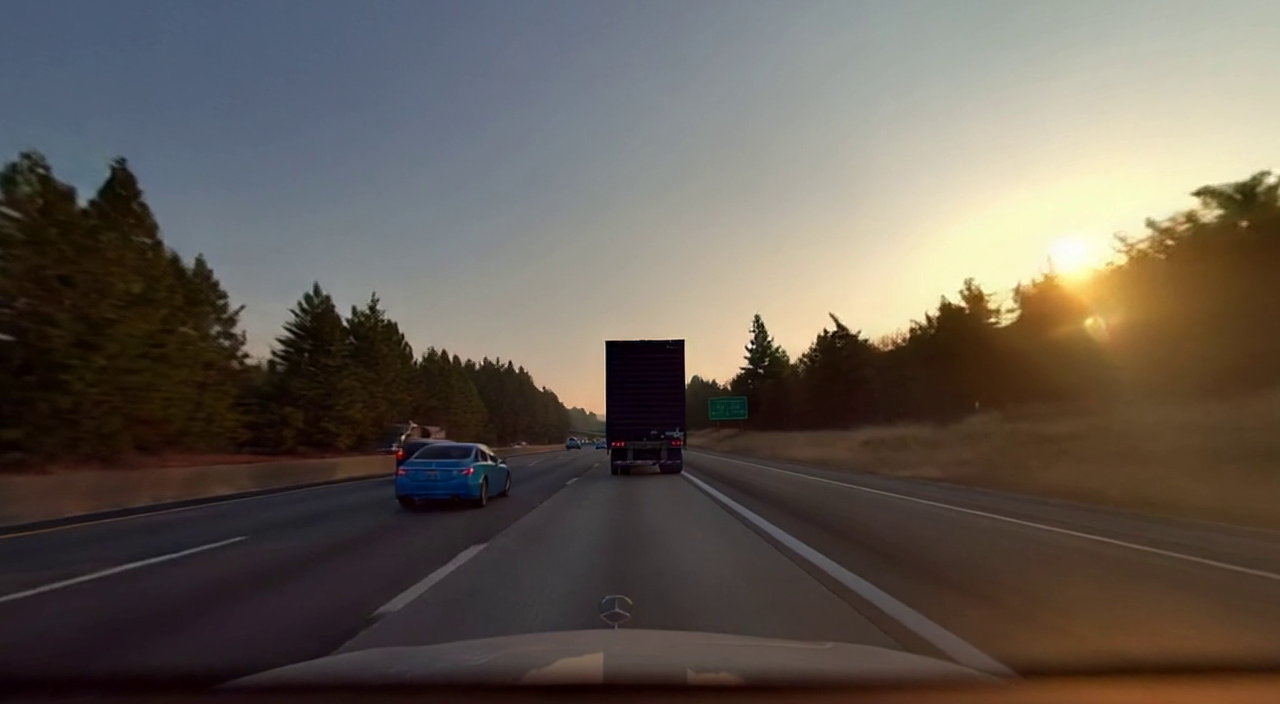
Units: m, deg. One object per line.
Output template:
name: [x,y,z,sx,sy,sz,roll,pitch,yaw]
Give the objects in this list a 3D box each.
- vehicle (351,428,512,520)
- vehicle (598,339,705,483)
vehicle: [-3.962,2.380,12.834,1.854,1.530,4.268,0,-8,-1]
vehicle: [0.218,2.443,23.651,3.073,4.196,10.546,0,-8,-1]
